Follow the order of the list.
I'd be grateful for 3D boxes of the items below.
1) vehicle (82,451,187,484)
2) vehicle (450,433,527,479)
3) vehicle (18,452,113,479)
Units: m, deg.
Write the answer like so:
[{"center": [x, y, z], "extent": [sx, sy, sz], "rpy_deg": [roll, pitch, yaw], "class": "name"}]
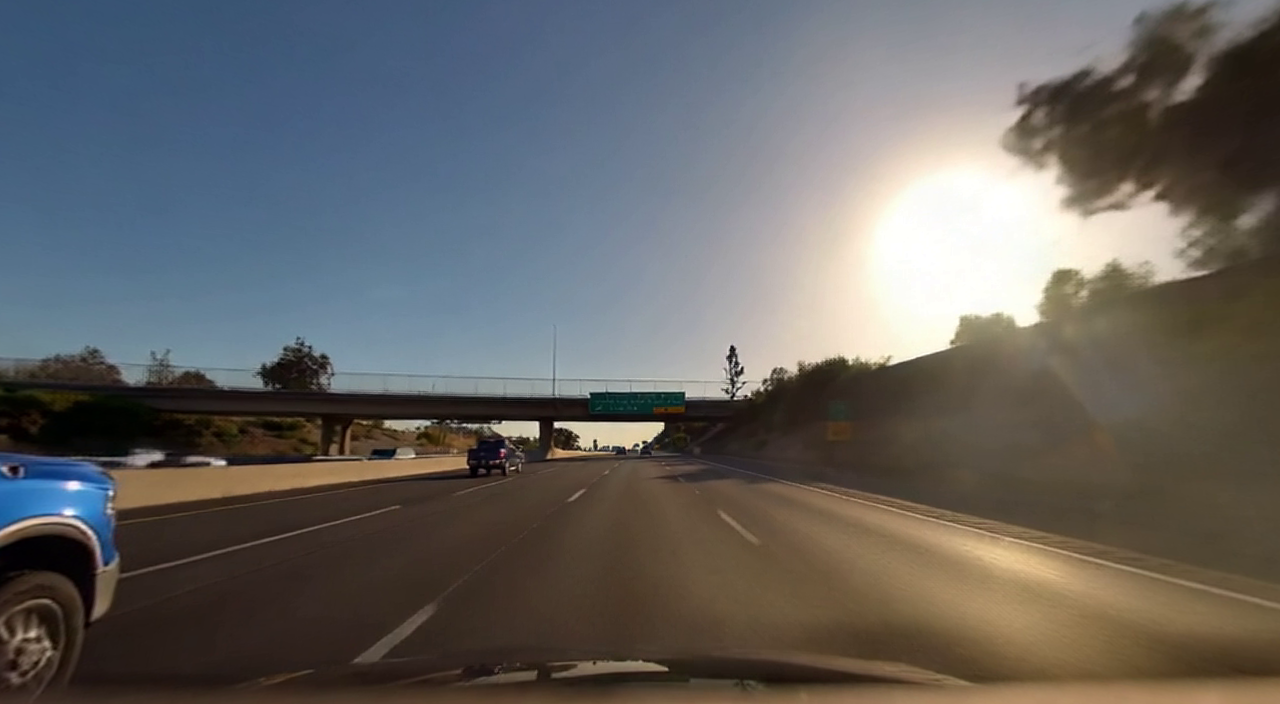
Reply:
[{"center": [-25.093, 5.704, 31.472], "extent": [1.815, 1.496, 4.136], "rpy_deg": [0, -9, 0], "class": "vehicle"}, {"center": [-6.912, 4.828, 29.453], "extent": [2.260, 1.917, 5.499], "rpy_deg": [0, -9, 0], "class": "vehicle"}, {"center": [-35.159, 6.908, 38.678], "extent": [1.819, 1.531, 4.209], "rpy_deg": [0, -9, 0], "class": "vehicle"}]
